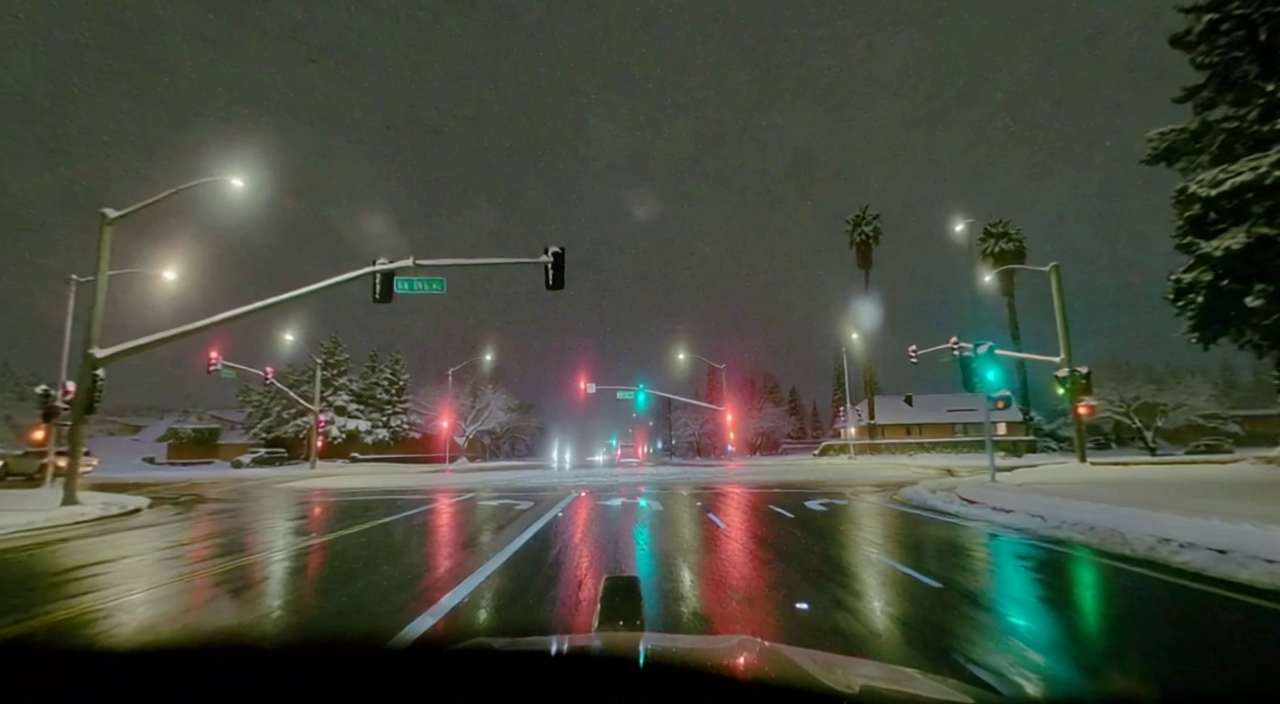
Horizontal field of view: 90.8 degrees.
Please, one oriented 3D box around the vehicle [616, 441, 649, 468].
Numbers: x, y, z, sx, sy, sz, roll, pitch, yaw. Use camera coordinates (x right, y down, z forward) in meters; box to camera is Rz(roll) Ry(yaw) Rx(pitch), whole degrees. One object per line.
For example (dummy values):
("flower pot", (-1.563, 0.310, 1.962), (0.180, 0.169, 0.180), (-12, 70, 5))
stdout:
("vehicle", (-0.601, 7.325, 45.484), (2.248, 1.833, 4.798), (0, -8, -2))
